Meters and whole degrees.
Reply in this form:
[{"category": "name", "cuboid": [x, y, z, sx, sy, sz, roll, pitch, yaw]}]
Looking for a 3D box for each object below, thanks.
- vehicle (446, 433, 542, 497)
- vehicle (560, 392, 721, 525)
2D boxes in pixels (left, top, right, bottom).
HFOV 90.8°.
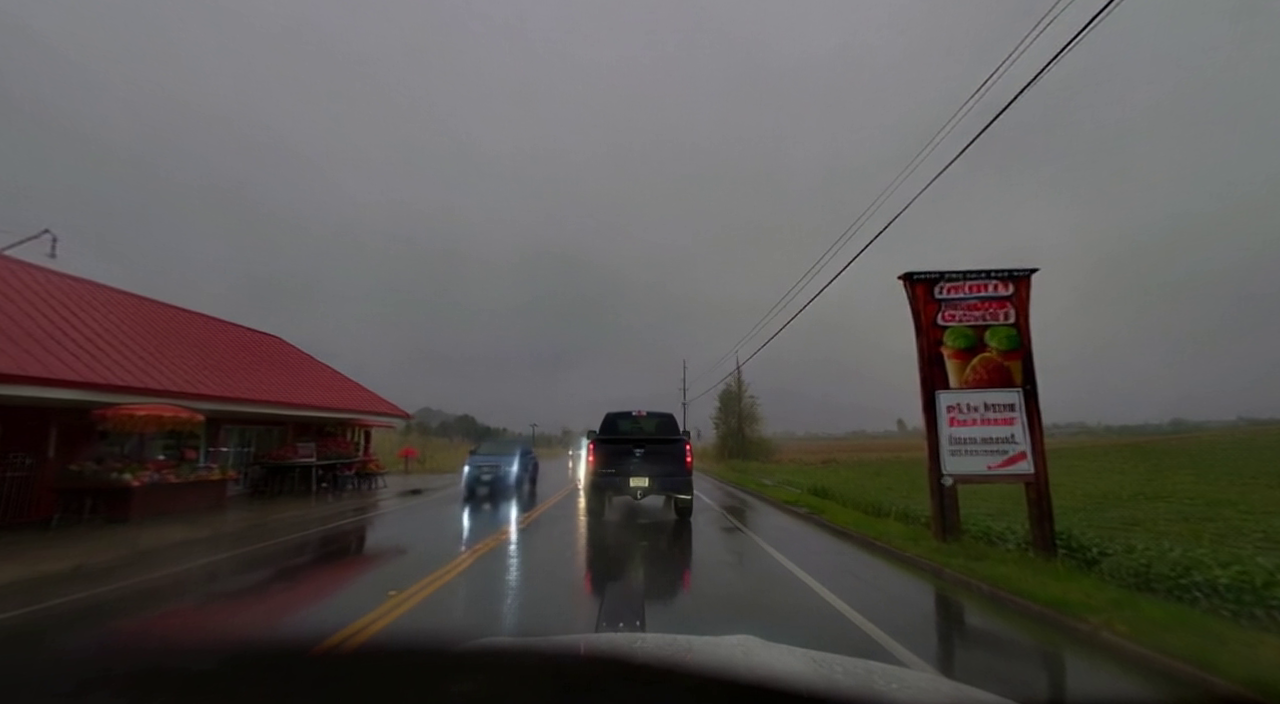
[{"category": "vehicle", "cuboid": [-4.478, 3.515, 20.081, 2.081, 1.681, 4.325, -3, -8, -1]}, {"category": "vehicle", "cuboid": [-0.083, 2.215, 13.635, 2.693, 2.223, 5.885, 0, -8, -2]}]
